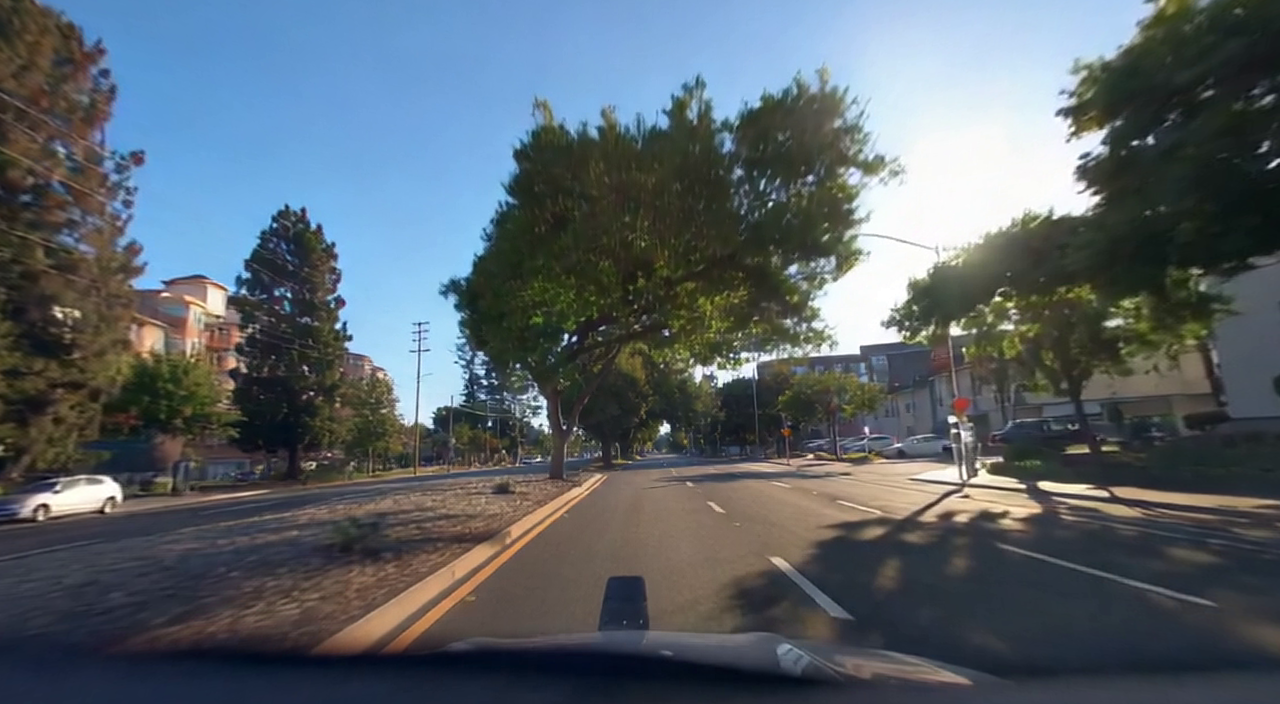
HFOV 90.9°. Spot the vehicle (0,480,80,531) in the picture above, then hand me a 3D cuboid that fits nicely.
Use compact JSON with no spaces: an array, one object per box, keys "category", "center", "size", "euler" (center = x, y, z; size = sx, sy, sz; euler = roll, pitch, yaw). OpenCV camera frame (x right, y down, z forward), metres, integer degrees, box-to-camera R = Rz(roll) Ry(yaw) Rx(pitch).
[{"category":"vehicle","center":[-23.356,5.616,23.074],"size":[1.847,1.593,4.127],"euler":[0,-9,1]}]

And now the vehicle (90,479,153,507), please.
[{"category":"vehicle","center":[-40.620,11.047,49.397],"size":[3.731,1.455,1.697],"euler":[-11,-10,6]}]
